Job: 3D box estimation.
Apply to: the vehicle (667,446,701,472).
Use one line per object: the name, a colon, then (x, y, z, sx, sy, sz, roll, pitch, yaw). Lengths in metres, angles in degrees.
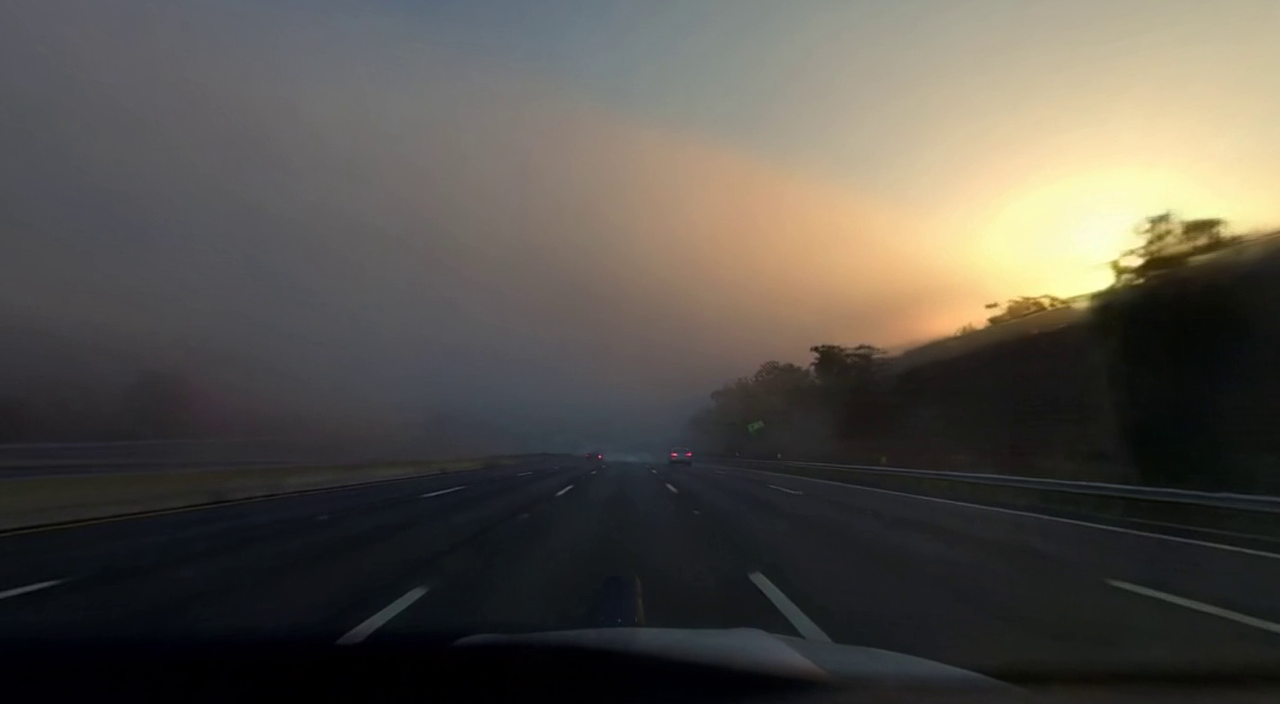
vehicle: (2.842, 6.948, 40.920, 1.895, 1.555, 4.030, 0, -9, 0)
